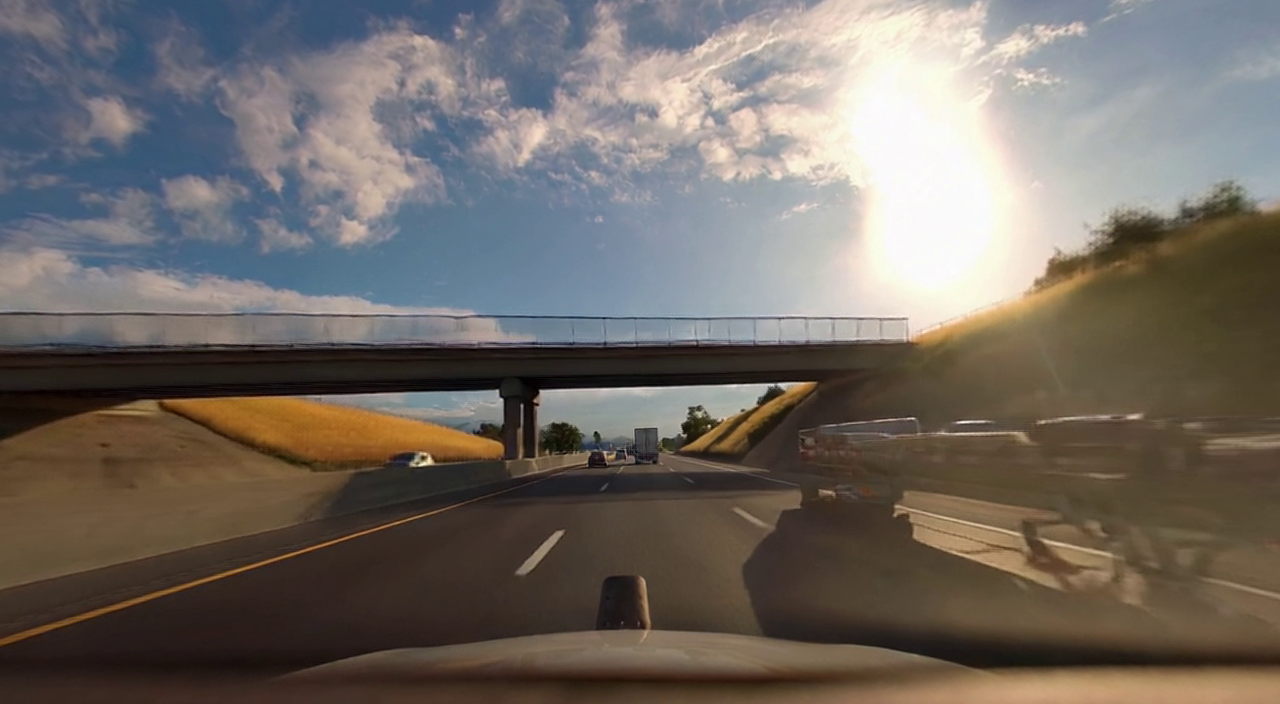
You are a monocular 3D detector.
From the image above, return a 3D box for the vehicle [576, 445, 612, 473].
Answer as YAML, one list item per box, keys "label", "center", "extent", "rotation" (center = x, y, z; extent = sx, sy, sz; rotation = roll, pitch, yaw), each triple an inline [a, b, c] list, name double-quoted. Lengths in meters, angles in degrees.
- label: "vehicle"
  center: [-2.933, 6.894, 40.808]
  extent: [2.007, 1.647, 3.854]
  rotation: [0, -9, 0]

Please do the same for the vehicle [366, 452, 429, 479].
- label: "vehicle"
  center: [-15.573, 7.273, 40.825]
  extent: [2.234, 1.590, 4.641]
  rotation: [0, -9, 0]

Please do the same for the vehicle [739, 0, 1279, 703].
- label: "vehicle"
  center: [4.061, 0.436, 7.453]
  extent: [3.131, 4.037, 16.729]
  rotation: [0, -9, 0]
